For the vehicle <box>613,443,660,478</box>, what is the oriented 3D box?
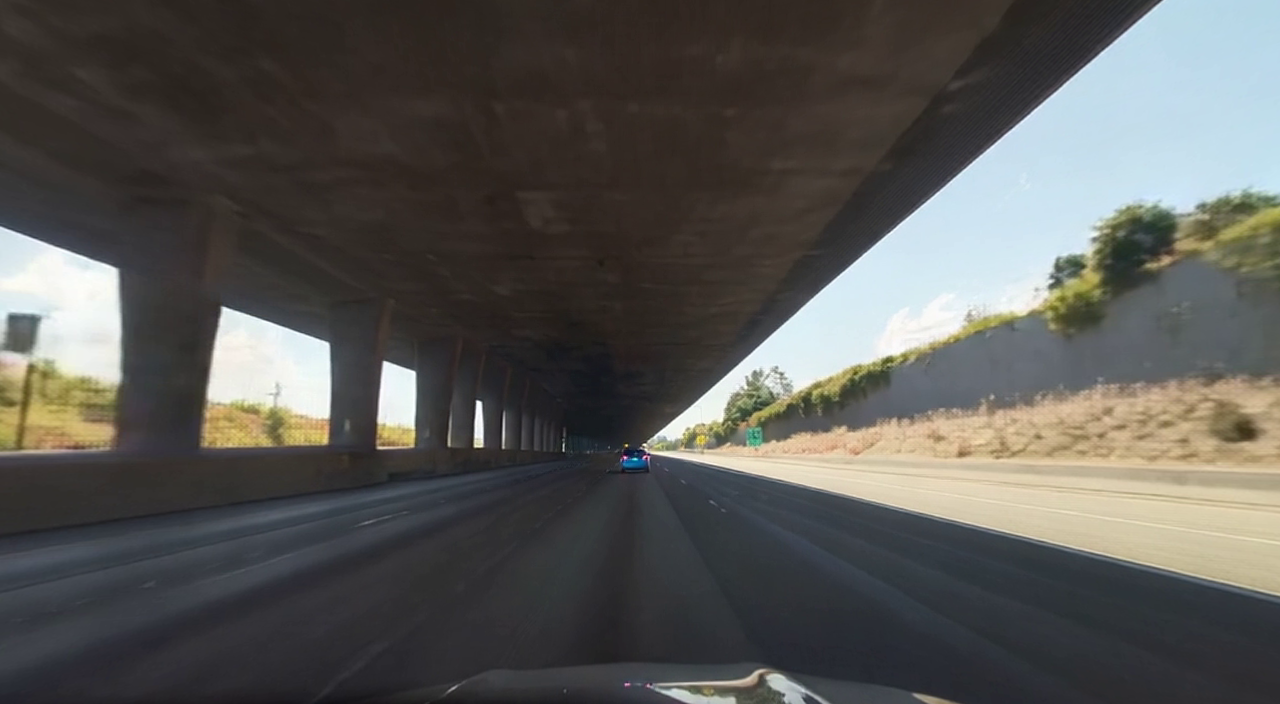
[{"bbox_3d":[-0.189,5.081,29.550,2.055,1.501,4.321,0,-9,-1],"label":"vehicle"}]
